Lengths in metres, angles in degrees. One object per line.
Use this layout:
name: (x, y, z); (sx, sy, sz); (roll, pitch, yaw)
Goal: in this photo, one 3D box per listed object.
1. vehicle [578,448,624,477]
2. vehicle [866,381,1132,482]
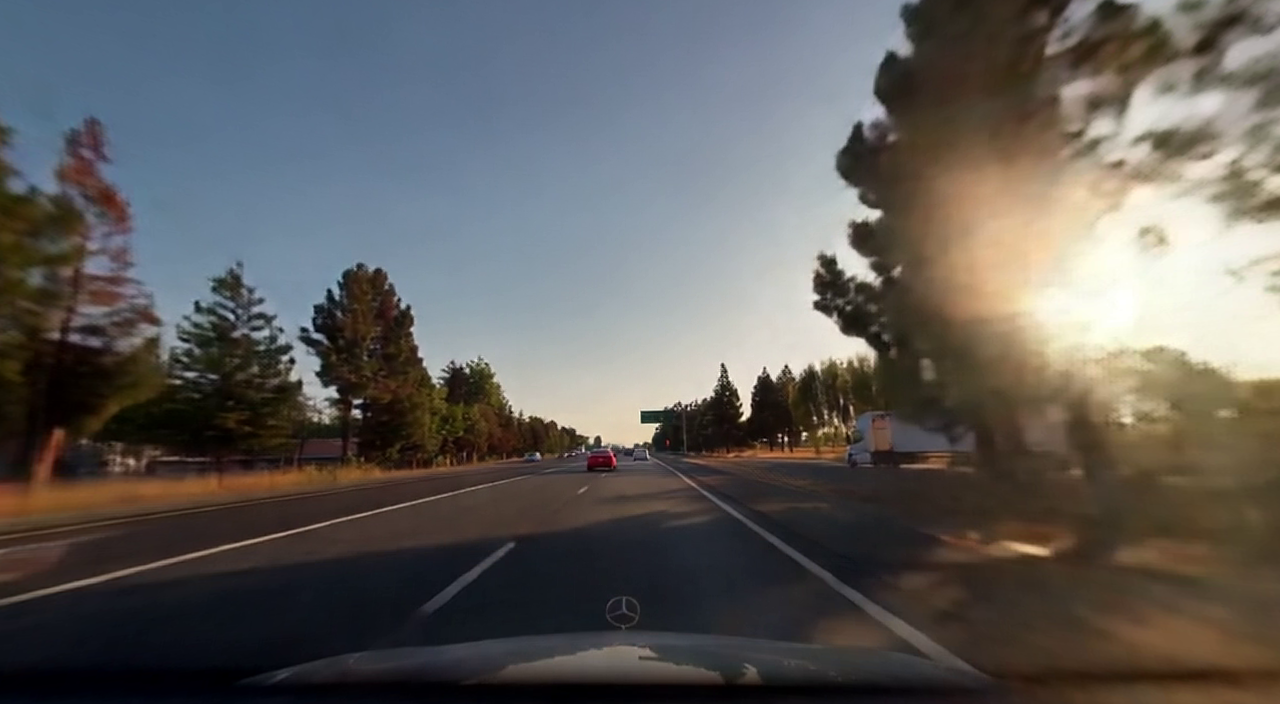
vehicle: (-2.042, 5.976, 34.500); (2.170, 1.451, 4.584); (0, -9, 1)
vehicle: (17.603, 4.376, 33.541); (2.859, 4.163, 14.784); (1, -9, -12)
